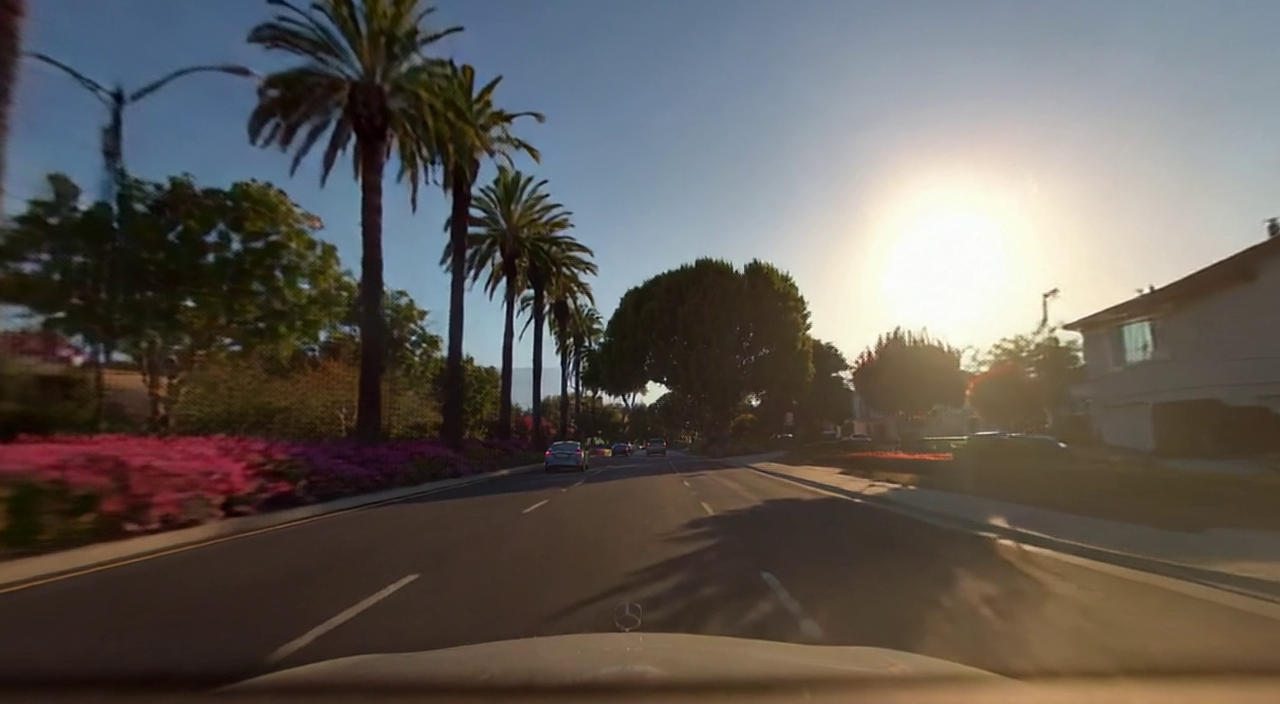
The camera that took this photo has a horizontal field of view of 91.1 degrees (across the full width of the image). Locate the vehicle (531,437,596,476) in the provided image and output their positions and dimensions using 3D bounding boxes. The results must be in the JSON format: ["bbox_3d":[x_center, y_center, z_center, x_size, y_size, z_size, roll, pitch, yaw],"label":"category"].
[{"bbox_3d":[-3.127,4.402,26.659,2.036,1.478,4.508,0,-8,2],"label":"vehicle"}]

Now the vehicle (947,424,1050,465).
[{"bbox_3d":[20.840,5.397,36.862,2.624,2.088,5.064,-3,-8,-5],"label":"vehicle"}]

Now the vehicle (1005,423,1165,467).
[{"bbox_3d":[21.655,4.597,31.003,2.426,1.902,6.126,2,-9,-16],"label":"vehicle"}]
